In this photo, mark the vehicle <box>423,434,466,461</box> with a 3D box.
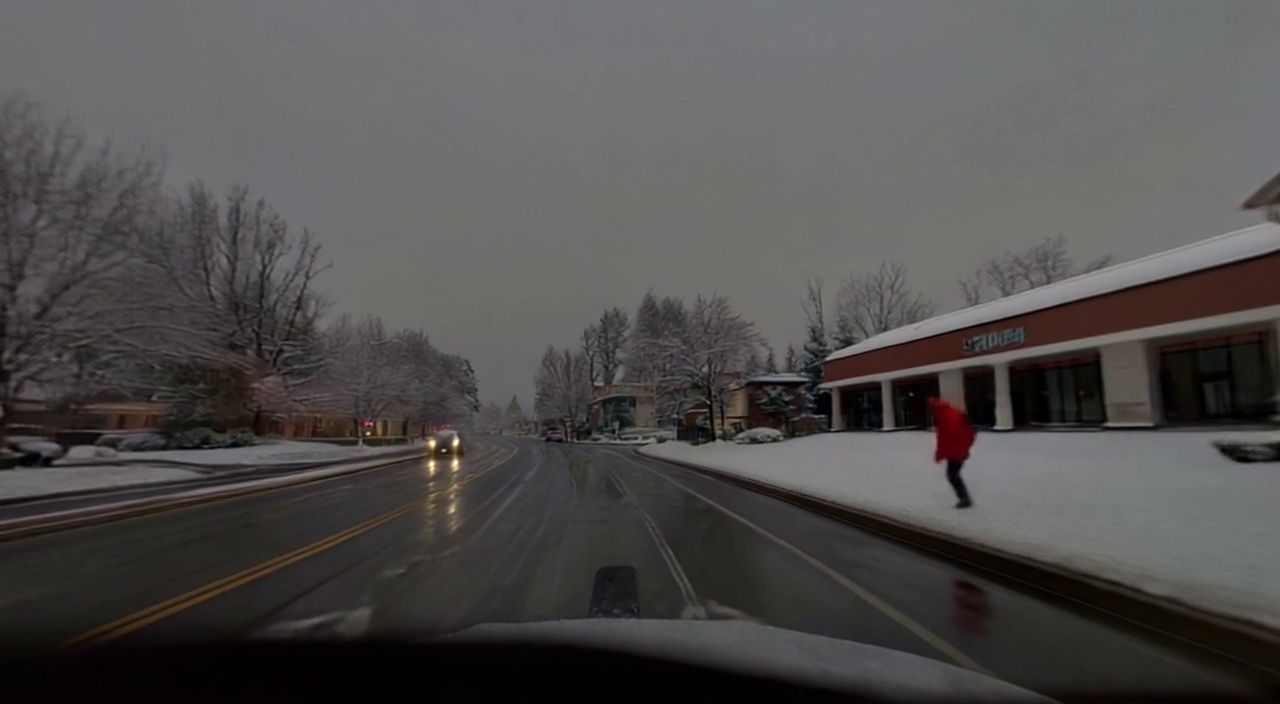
[{"bbox_3d":[-11.392,5.550,36.899,1.912,1.500,3.772,1,-8,-10],"label":"vehicle"}]
